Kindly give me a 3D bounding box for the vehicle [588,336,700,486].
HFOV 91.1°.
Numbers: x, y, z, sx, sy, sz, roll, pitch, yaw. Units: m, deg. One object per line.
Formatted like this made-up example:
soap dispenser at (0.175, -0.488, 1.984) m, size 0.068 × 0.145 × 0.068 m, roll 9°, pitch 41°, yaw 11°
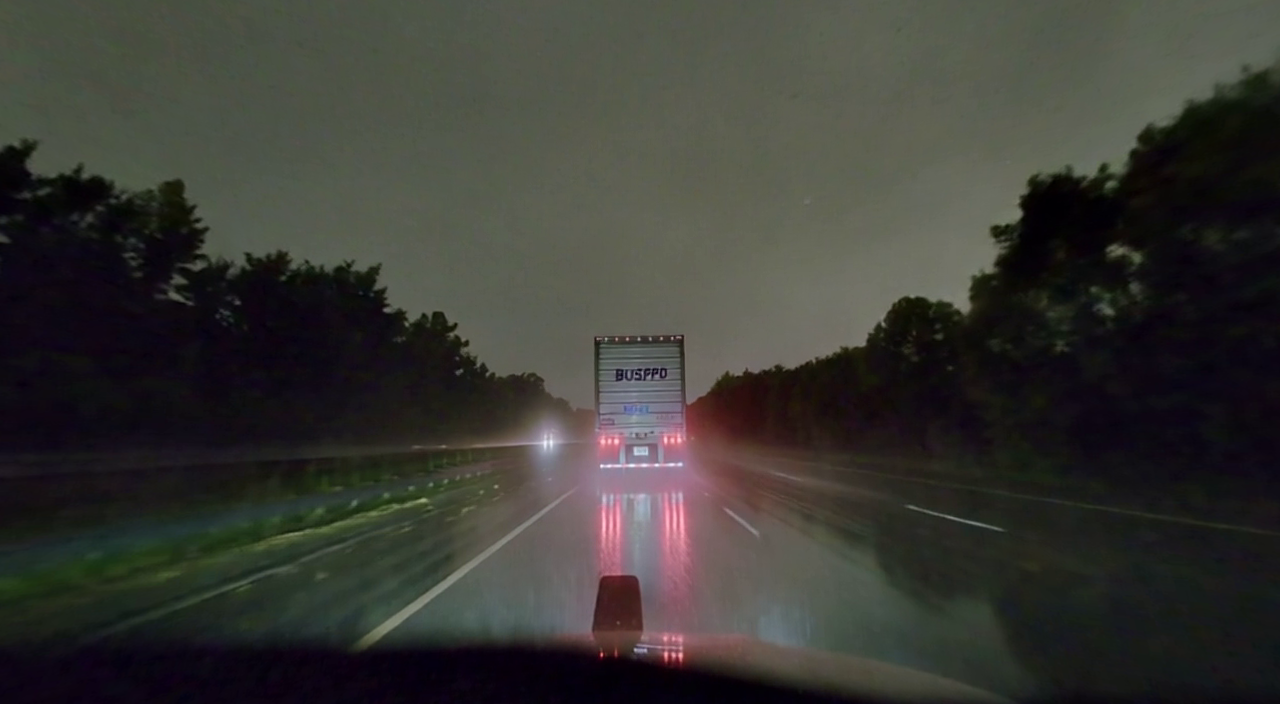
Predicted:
vehicle at (0.077, 2.108, 20.725) m, size 2.870 × 3.911 × 8.697 m, roll 0°, pitch -8°, yaw 0°
